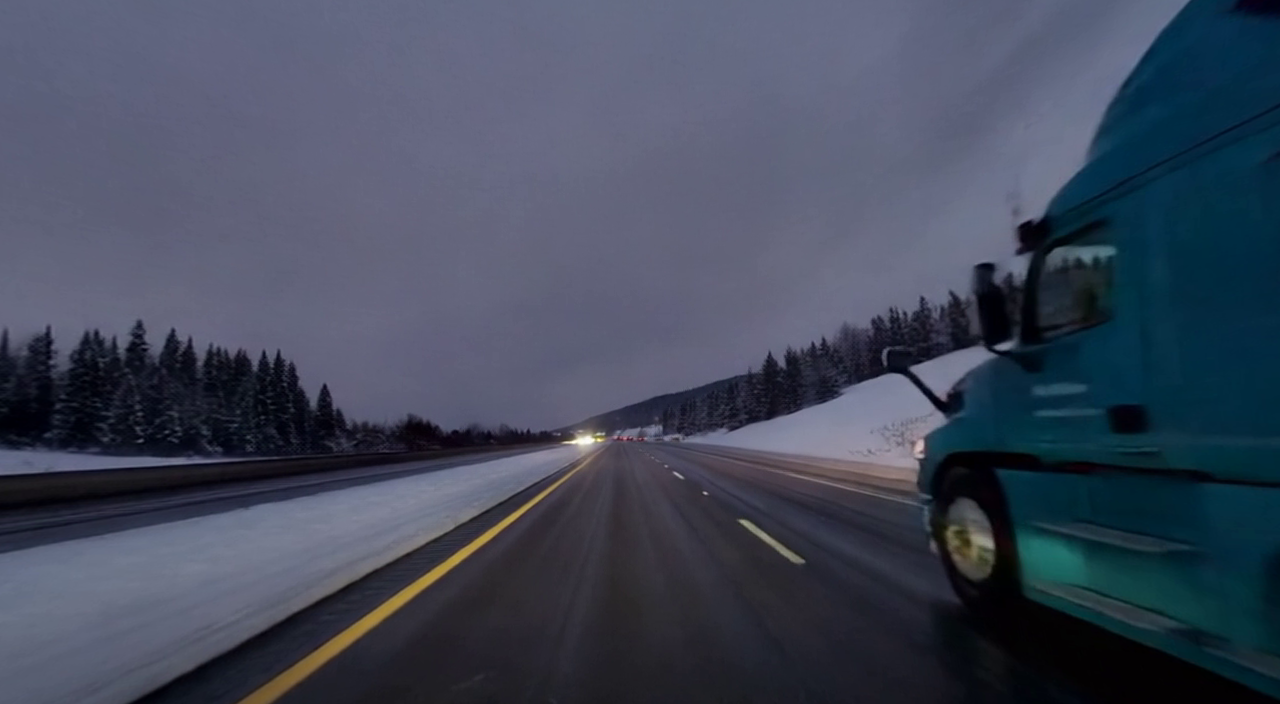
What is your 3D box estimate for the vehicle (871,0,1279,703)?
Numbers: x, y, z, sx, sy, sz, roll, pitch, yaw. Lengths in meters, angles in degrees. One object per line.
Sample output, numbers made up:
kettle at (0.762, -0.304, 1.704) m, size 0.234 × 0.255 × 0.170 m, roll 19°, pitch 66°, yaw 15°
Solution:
vehicle at (4.047, -0.466, 1.414) m, size 2.995 × 3.964 × 10.329 m, roll 0°, pitch -8°, yaw -1°
